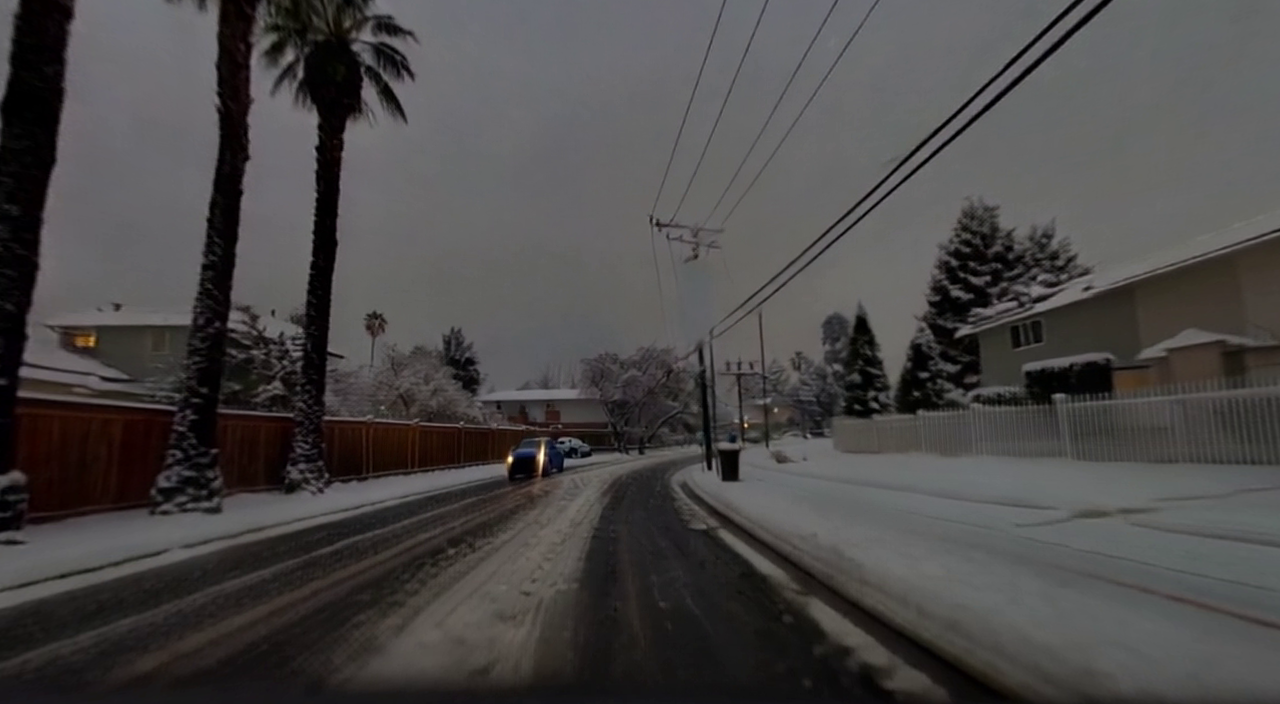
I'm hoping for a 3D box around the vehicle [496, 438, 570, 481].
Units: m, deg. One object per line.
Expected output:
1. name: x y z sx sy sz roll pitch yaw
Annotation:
1. vehicle: -4.762 4.867 28.909 2.208 1.758 4.529 -1 -8 6
